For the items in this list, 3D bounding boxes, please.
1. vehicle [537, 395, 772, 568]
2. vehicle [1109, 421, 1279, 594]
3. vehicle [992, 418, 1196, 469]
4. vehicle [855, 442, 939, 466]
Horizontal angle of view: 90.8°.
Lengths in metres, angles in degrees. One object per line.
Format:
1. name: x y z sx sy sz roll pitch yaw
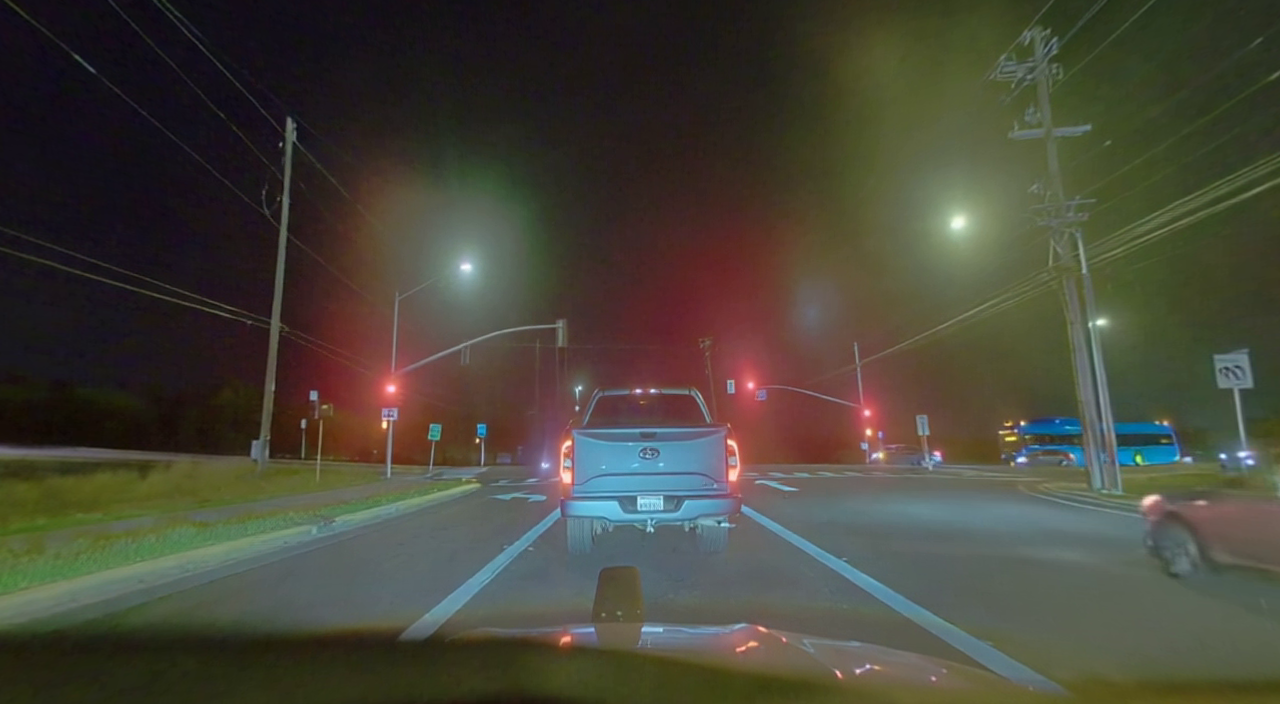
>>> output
1. vehicle: 0.117 1.902 10.135 2.707 1.964 5.485 0 -8 -1
2. vehicle: 6.592 1.318 5.293 2.060 1.496 4.520 -1 -8 4
3. vehicle: 29.375 5.974 41.259 10.726 3.128 3.003 -1 -8 1
4. vehicle: 16.689 6.636 41.208 4.578 1.490 1.935 -1 -8 3
